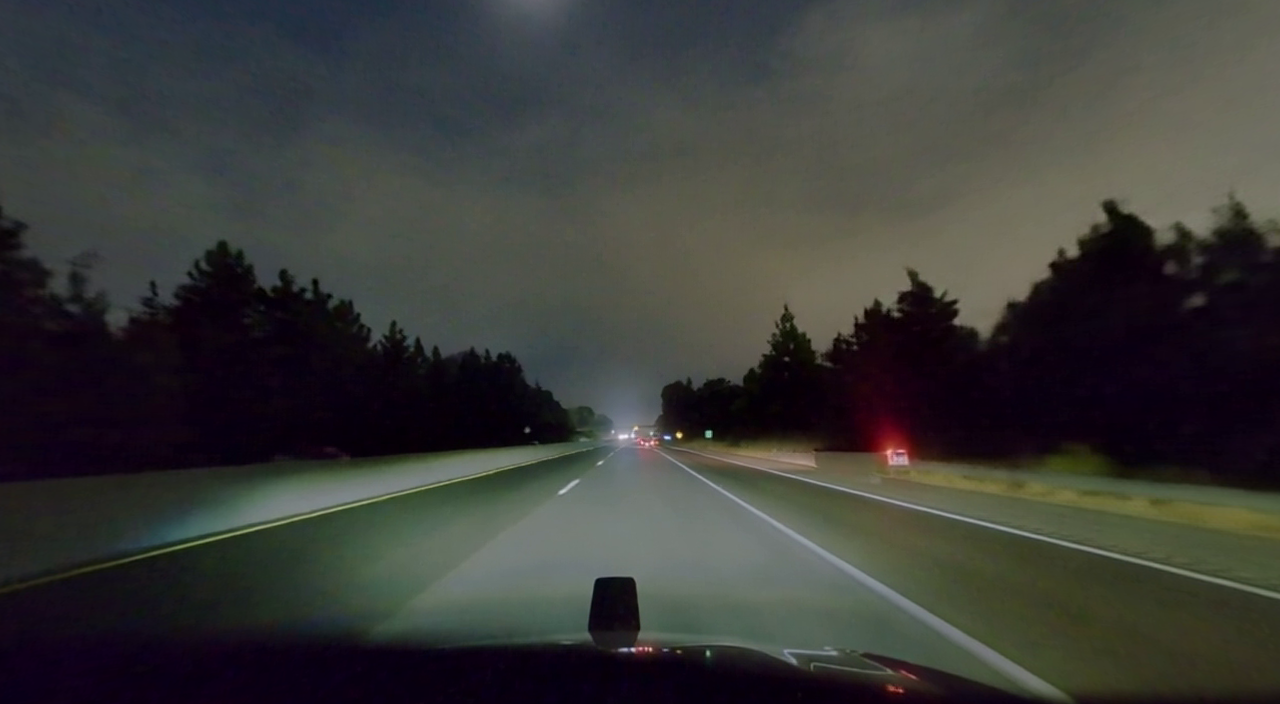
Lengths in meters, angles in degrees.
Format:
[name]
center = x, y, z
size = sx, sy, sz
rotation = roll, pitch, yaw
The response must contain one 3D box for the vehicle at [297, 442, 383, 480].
[vehicle]
center = -12.104, 4.389, 25.699
size = 1.719, 1.370, 3.942
rotation = 0, -8, -3
